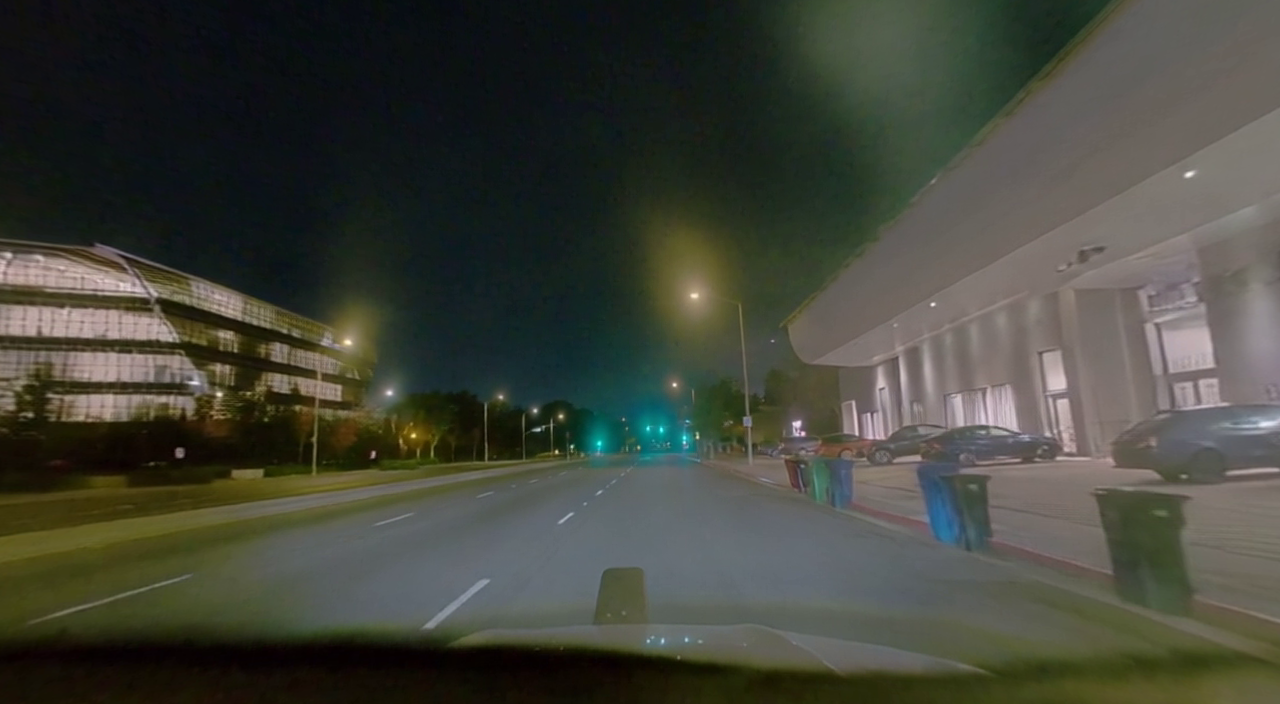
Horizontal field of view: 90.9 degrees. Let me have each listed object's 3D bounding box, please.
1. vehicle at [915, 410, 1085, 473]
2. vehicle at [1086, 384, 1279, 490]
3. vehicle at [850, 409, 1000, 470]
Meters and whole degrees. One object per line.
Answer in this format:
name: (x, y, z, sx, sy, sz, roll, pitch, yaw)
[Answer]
vehicle: (12.255, 3.092, 21.709, 4.478, 1.578, 1.944, -7, -9, 2)
vehicle: (12.265, 1.641, 12.943, 4.572, 1.744, 1.956, -6, -8, -2)
vehicle: (12.258, 3.819, 27.389, 5.330, 1.917, 2.001, -7, -9, 1)
